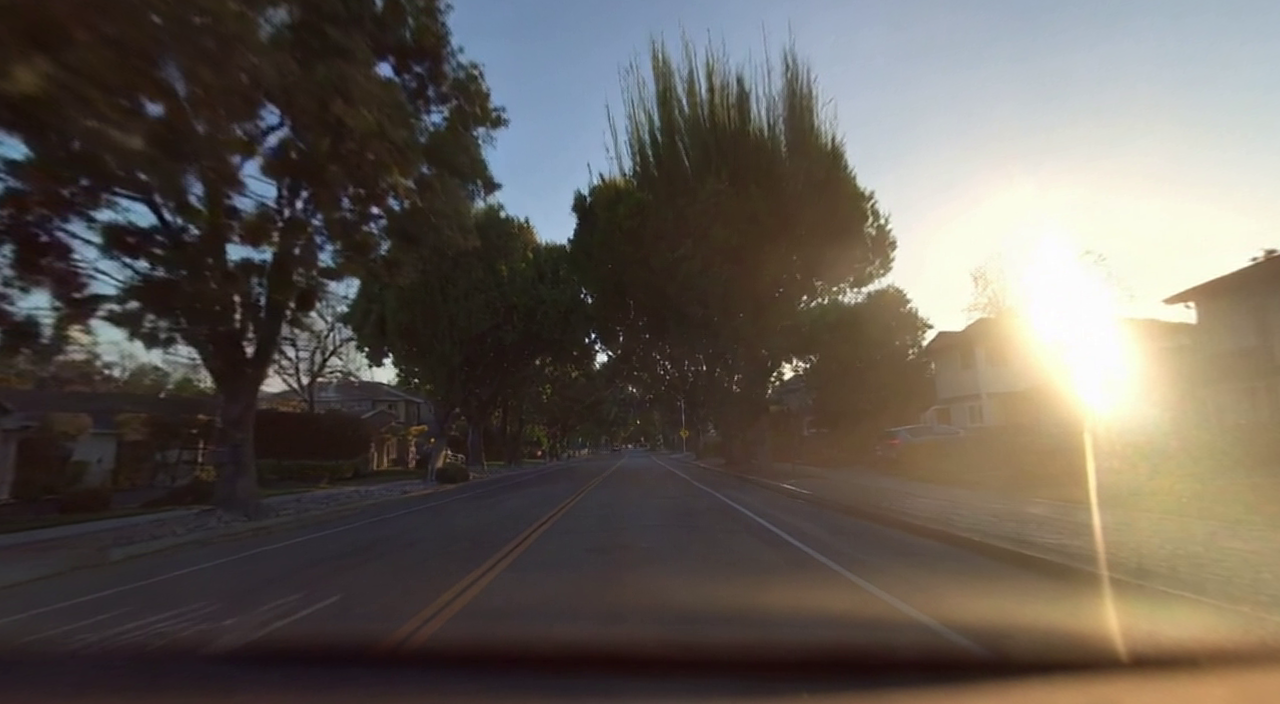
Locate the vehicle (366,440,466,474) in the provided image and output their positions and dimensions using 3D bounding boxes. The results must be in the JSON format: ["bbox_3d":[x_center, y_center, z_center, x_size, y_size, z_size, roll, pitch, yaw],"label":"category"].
[{"bbox_3d":[-12.846,6.022,36.422,4.928,1.848,2.041,0,-8,0],"label":"vehicle"}]

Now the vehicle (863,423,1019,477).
[{"bbox_3d":[10.403,3.414,22.141,4.449,1.765,1.917,0,-8,3],"label":"vehicle"}]
